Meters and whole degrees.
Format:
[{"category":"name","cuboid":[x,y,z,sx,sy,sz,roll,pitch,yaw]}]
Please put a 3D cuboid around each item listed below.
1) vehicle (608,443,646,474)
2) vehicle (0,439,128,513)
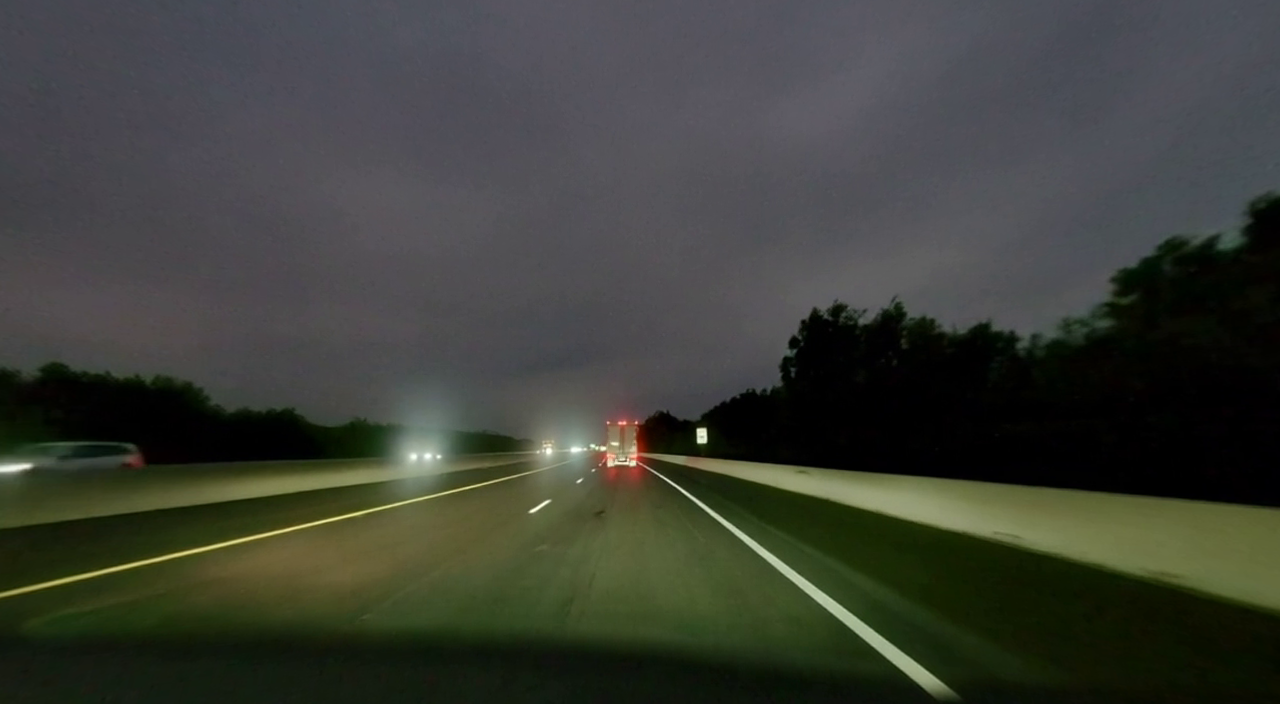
[{"category":"vehicle","cuboid":[-0.791,6.516,38.502,2.230,1.715,4.243,0,-9,-1]},{"category":"vehicle","cuboid":[-14.136,2.673,13.687,1.869,1.513,4.740,0,-9,0]}]
